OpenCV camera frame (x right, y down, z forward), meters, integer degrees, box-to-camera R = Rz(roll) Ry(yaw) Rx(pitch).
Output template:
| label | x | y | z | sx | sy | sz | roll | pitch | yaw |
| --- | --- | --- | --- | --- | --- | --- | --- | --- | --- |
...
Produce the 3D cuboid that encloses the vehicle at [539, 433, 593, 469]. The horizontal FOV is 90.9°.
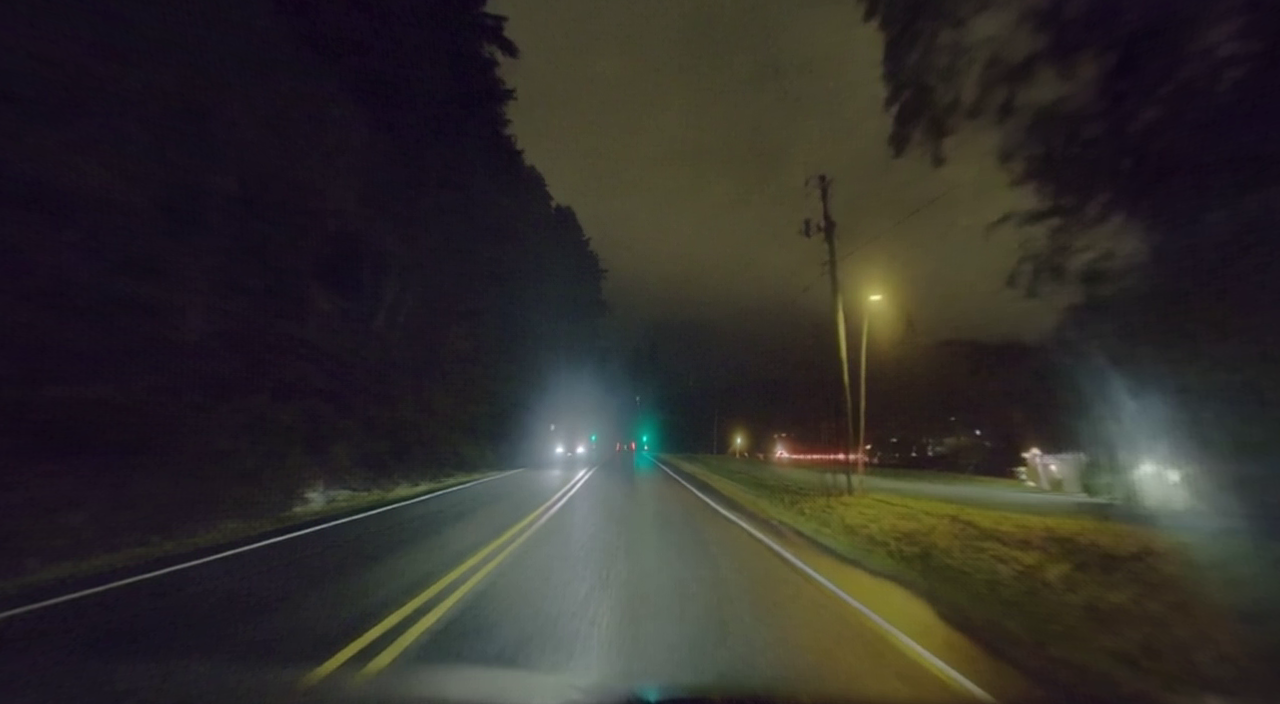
| label | x | y | z | sx | sy | sz | roll | pitch | yaw |
| --- | --- | --- | --- | --- | --- | --- | --- | --- | --- |
| vehicle | -4.231 | 5.804 | 37.401 | 2.531 | 1.923 | 6.417 | 0 | -8 | -1 |
